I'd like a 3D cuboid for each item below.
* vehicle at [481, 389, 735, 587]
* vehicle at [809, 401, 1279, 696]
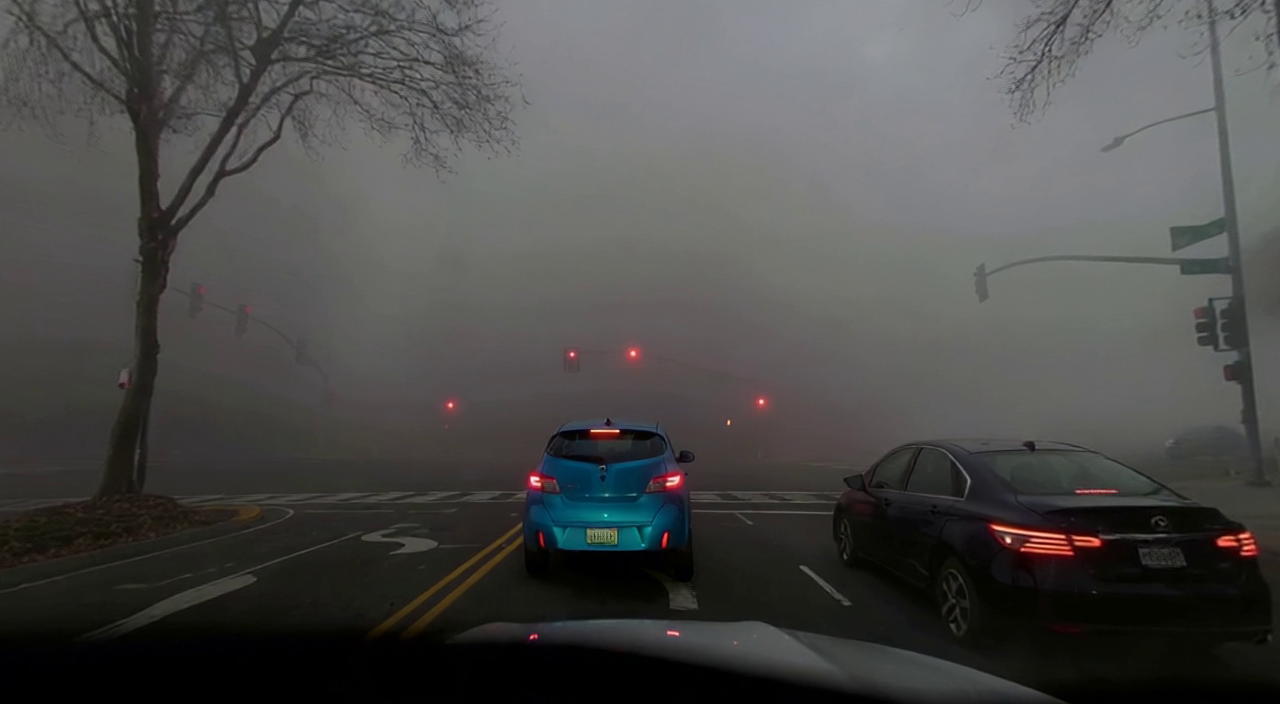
[{"bbox_3d":[-0.346,1.528,7.832,2.247,1.760,4.231,0,-9,-2],"label":"vehicle"},{"bbox_3d":[3.172,1.398,5.766,1.932,1.562,4.629,0,-9,0],"label":"vehicle"}]
